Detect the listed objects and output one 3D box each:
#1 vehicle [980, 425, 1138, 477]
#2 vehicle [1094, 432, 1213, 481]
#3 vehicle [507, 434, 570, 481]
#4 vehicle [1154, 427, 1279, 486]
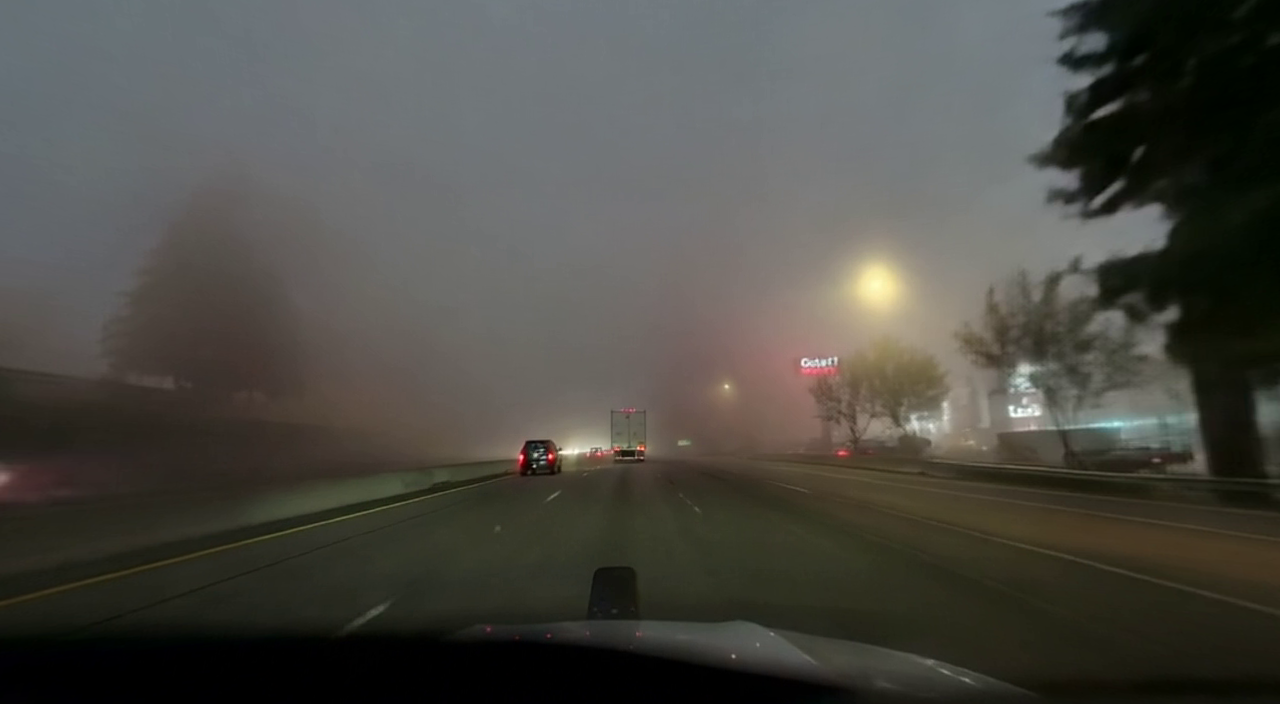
[{"bbox_3d":[29.479,7.024,45.299,3.185,3.246,9.903,1,-8,-11],"label":"vehicle"},{"bbox_3d":[30.505,6.172,37.579,5.652,2.685,2.596,2,-9,-18],"label":"vehicle"},{"bbox_3d":[-4.474,4.712,28.540,2.095,1.930,4.680,0,-8,0],"label":"vehicle"},{"bbox_3d":[31.730,5.623,34.484,6.081,2.952,2.754,3,-8,-21],"label":"vehicle"}]
